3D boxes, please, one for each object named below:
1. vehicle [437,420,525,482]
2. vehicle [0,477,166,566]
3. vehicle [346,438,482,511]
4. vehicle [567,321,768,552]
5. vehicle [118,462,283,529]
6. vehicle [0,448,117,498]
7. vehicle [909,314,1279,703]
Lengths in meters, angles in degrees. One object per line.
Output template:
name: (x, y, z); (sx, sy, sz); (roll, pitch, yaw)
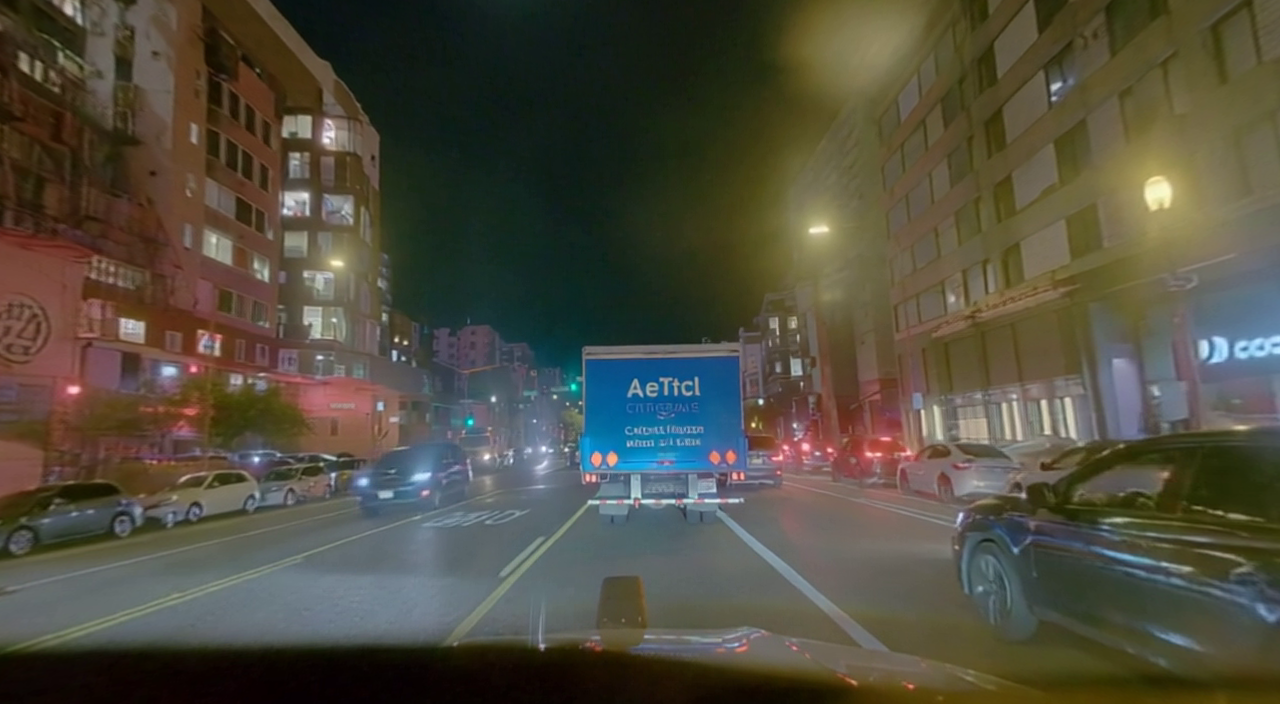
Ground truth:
vehicle: (-9.058, 5.797, 36.940); (2.883, 3.199, 7.964); (0, -9, 2)
vehicle: (-13.494, 3.740, 14.342); (1.901, 1.508, 4.405); (0, -9, -1)
vehicle: (-5.940, 3.243, 17.170); (2.046, 1.711, 4.320); (0, -9, 1)
vehicle: (0.242, 1.505, 11.111); (2.517, 2.926, 6.177); (0, -9, -2)
vehicle: (-13.372, 4.347, 19.515); (1.943, 1.682, 4.365); (0, -9, 0)
vehicle: (-27.936, 5.794, 30.174); (3.961, 1.764, 1.952); (-6, -5, 2)
vehicle: (3.388, 0.897, 3.153); (2.104, 1.786, 4.498); (0, -9, 1)
